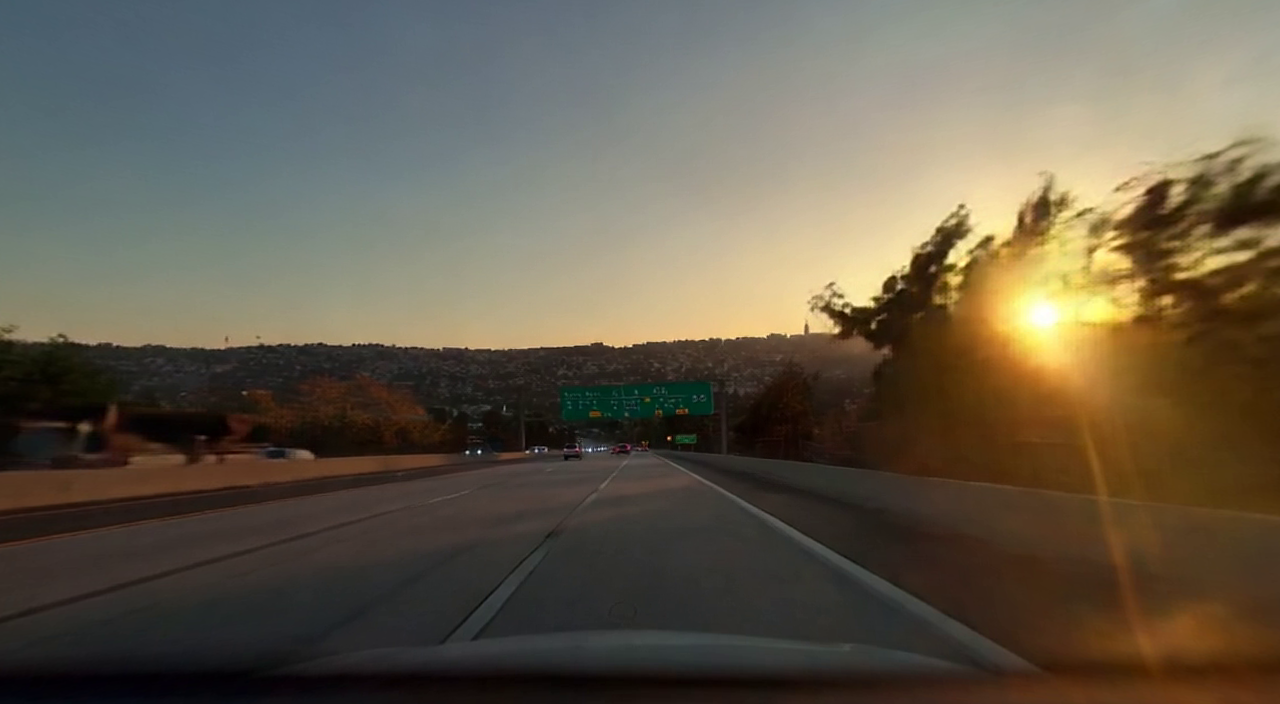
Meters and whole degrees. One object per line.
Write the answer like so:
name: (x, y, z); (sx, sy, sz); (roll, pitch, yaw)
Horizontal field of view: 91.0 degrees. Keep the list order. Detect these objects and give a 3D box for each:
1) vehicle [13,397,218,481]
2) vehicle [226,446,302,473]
vehicle: (-27.888, 4.805, 34.442); (3.137, 3.947, 9.233); (0, -9, 0)
vehicle: (-23.601, 6.746, 39.744); (1.990, 1.559, 4.445); (0, -9, 1)
